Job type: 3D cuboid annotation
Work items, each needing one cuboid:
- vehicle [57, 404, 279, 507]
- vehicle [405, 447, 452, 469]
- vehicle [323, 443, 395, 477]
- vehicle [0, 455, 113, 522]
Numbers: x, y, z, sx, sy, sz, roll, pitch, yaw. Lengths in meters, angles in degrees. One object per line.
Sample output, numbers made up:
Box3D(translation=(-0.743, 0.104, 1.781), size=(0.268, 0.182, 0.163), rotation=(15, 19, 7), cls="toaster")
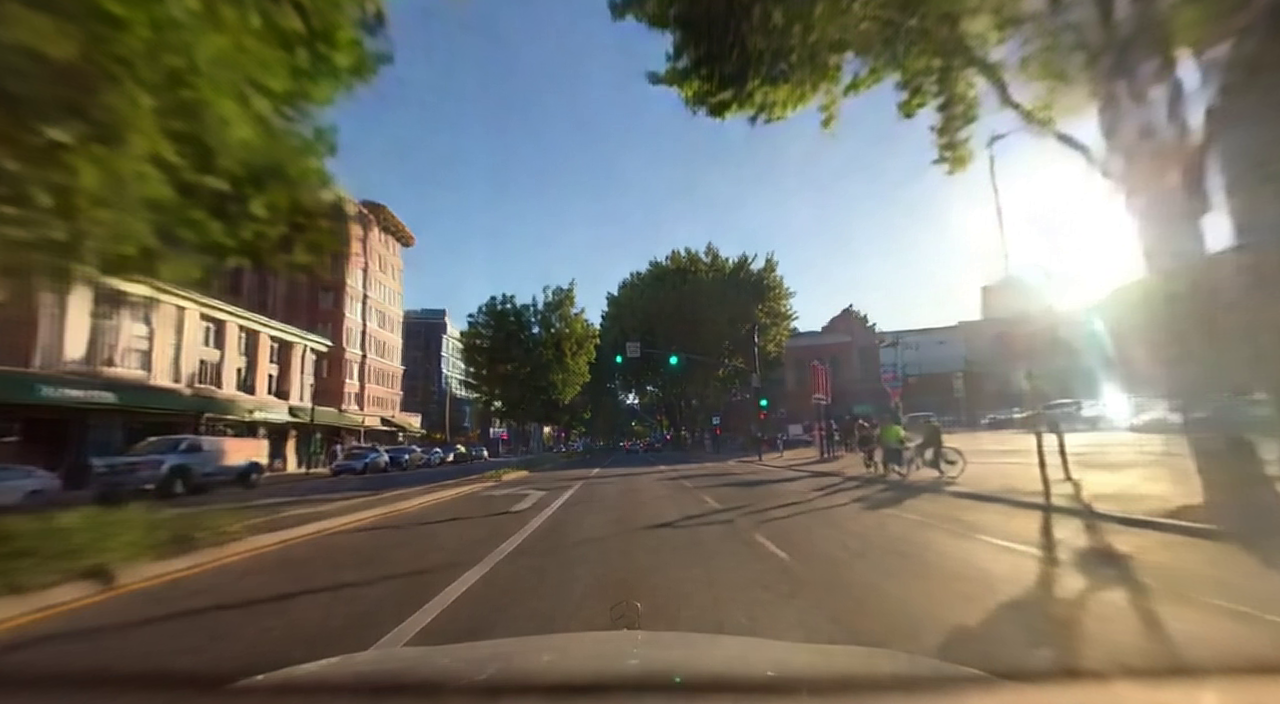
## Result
Box3D(translation=(-15.426, 3.468, 21.487), size=(2.335, 2.896, 6.785), rotation=(-1, -9, -1), cls="vehicle")
Box3D(translation=(-15.519, 7.775, 46.559), size=(1.776, 1.468, 5.089), rotation=(0, -8, -1), cls="vehicle")
Box3D(translation=(-15.601, 6.006, 35.374), size=(1.950, 1.749, 5.006), rotation=(0, -8, -3), cls="vehicle")
Box3D(translation=(-15.510, 3.198, 14.886), size=(1.929, 1.471, 4.919), rotation=(0, -8, 0), cls="vehicle")
